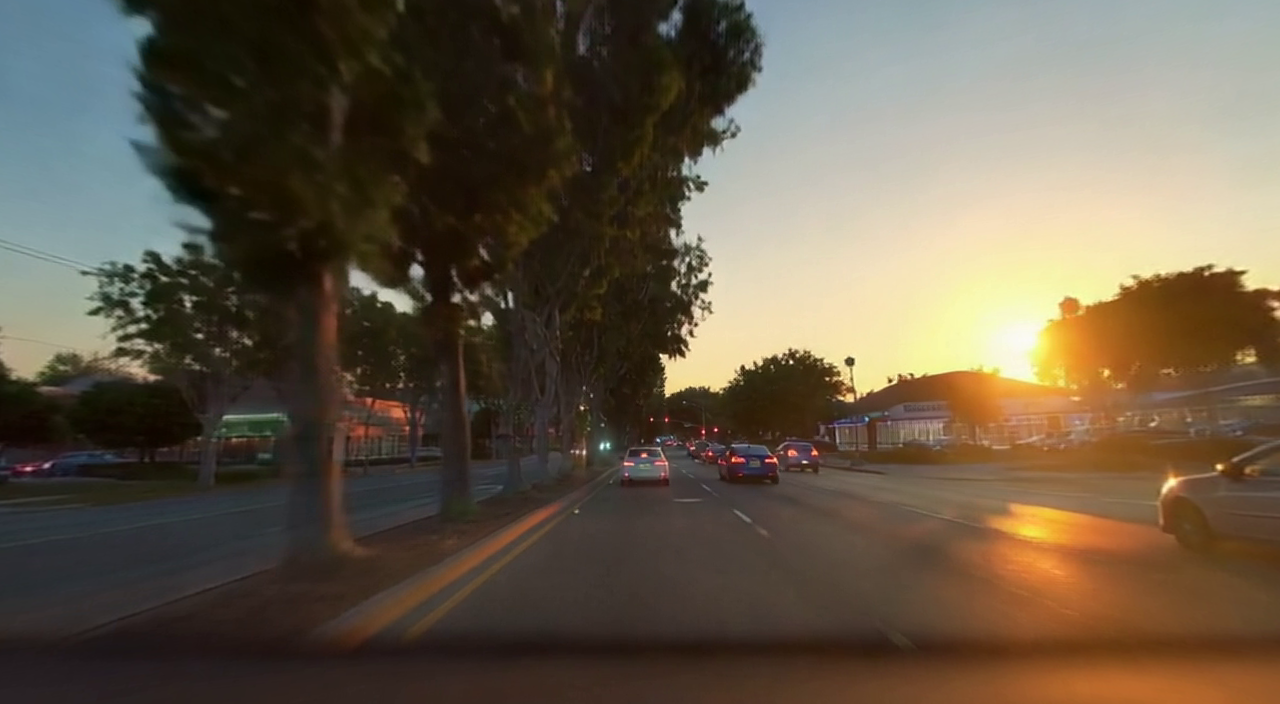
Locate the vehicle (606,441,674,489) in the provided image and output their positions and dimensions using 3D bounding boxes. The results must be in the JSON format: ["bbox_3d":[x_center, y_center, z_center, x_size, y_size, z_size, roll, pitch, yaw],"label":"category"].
[{"bbox_3d":[0.005,3.767,21.370,2.096,1.473,3.893,0,-8,0],"label":"vehicle"}]

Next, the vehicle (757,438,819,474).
[{"bbox_3d":[7.461,5.270,32.263,2.044,1.701,4.397,0,-8,-1],"label":"vehicle"}]

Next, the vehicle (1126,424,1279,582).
[{"bbox_3d":[7.136,1.413,5.768,1.892,1.515,4.400,0,-8,1],"label":"vehicle"}]

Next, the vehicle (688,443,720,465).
[{"bbox_3d":[4.503,7.215,44.925,1.862,1.457,4.204,0,-8,0],"label":"vehicle"}]

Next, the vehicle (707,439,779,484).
[{"bbox_3d":[3.775,4.084,23.796,1.988,1.528,4.144,0,-8,0],"label":"vehicle"}]

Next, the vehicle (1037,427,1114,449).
[{"bbox_3d":[33.813,6.665,48.967,4.462,1.628,1.921,-1,-8,2],"label":"vehicle"}]
